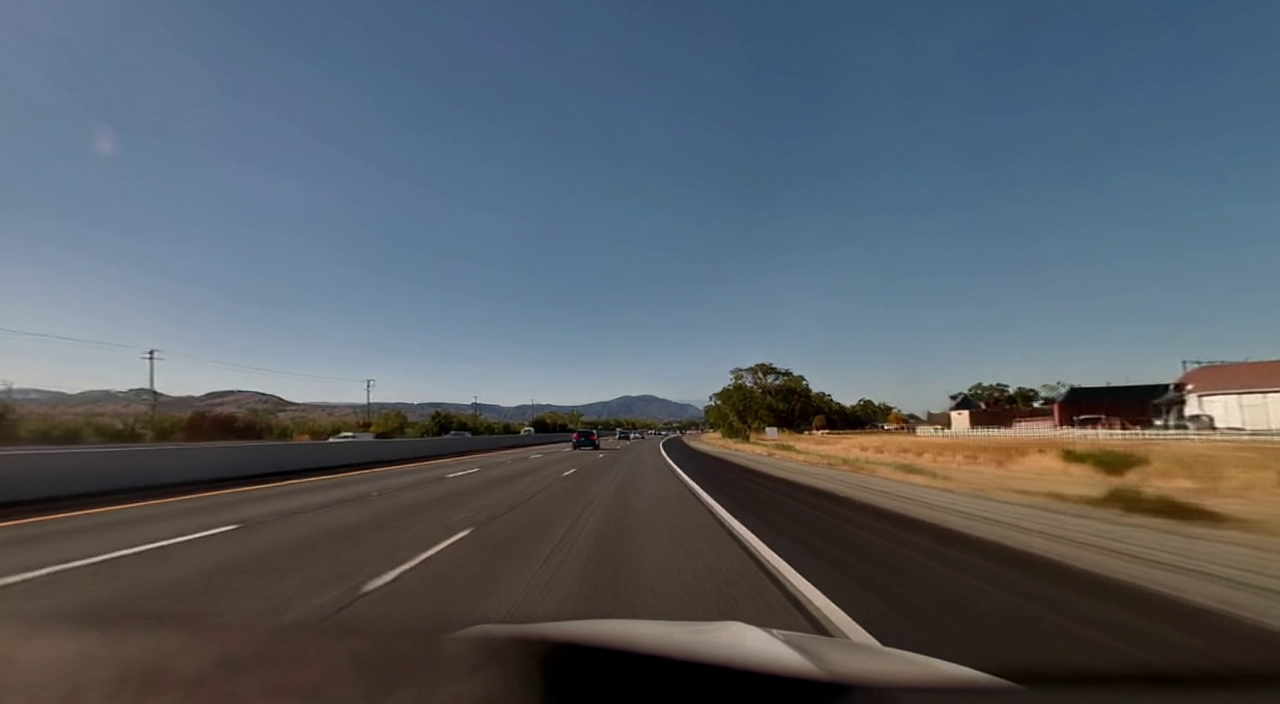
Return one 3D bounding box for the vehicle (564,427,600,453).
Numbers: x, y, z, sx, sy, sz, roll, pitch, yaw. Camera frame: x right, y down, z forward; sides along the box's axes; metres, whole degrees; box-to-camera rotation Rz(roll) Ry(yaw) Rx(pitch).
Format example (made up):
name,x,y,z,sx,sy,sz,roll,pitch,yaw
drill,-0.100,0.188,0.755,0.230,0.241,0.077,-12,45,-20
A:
name,x,y,z,sx,sy,sz,roll,pitch,yaw
vehicle,-3.966,6.087,43.477,1.980,1.721,4.419,0,-8,1
